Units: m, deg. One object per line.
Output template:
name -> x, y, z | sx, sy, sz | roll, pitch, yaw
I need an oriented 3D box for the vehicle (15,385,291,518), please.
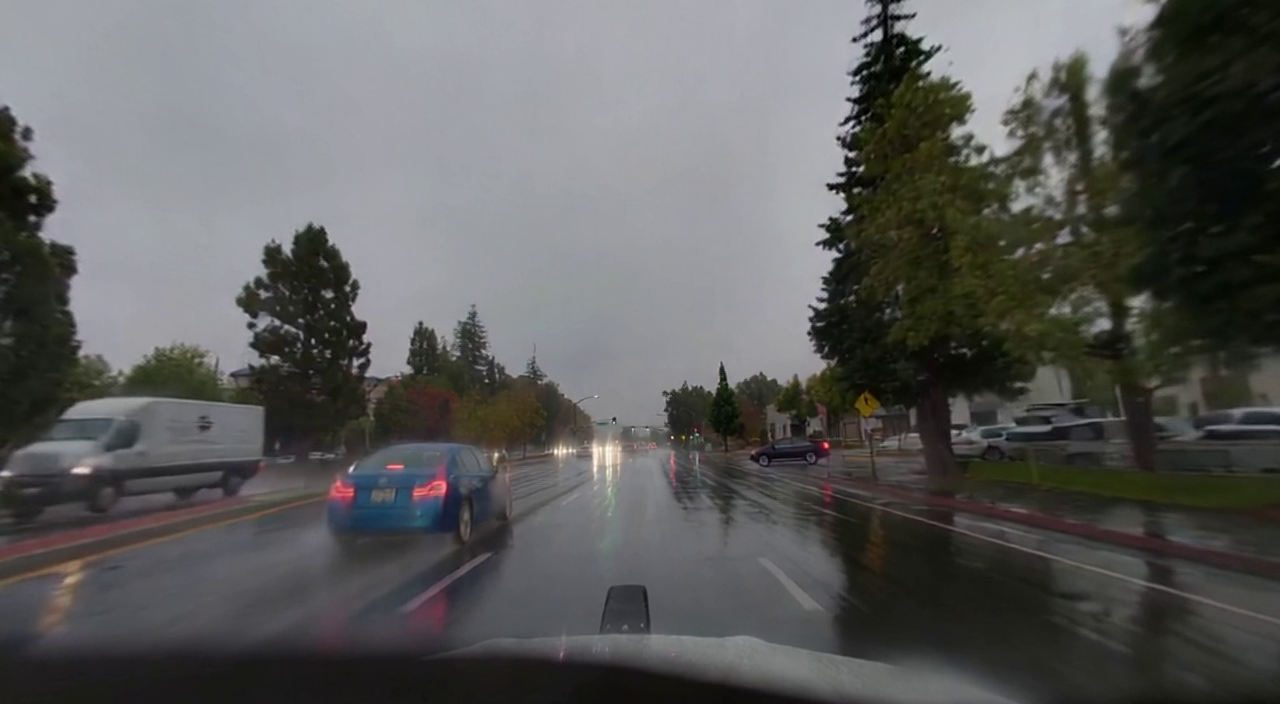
vehicle -> -14.758, 3.131, 20.170 | 2.826, 3.446, 7.237 | -1, -9, 1

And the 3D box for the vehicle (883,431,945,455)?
vehicle -> 17.565, 5.875, 40.616 | 1.966, 1.451, 4.297 | 0, -9, -1

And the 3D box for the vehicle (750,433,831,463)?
vehicle -> 8.892, 5.691, 37.461 | 4.511, 1.720, 2.131 | -2, -8, 11

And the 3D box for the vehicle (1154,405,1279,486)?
vehicle -> 13.310, 1.858, 12.631 | 4.133, 1.466, 2.103 | 0, -9, 0

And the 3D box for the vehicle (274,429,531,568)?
vehicle -> -2.978, 1.932, 9.128 | 1.924, 1.480, 4.421 | -1, -8, 1
